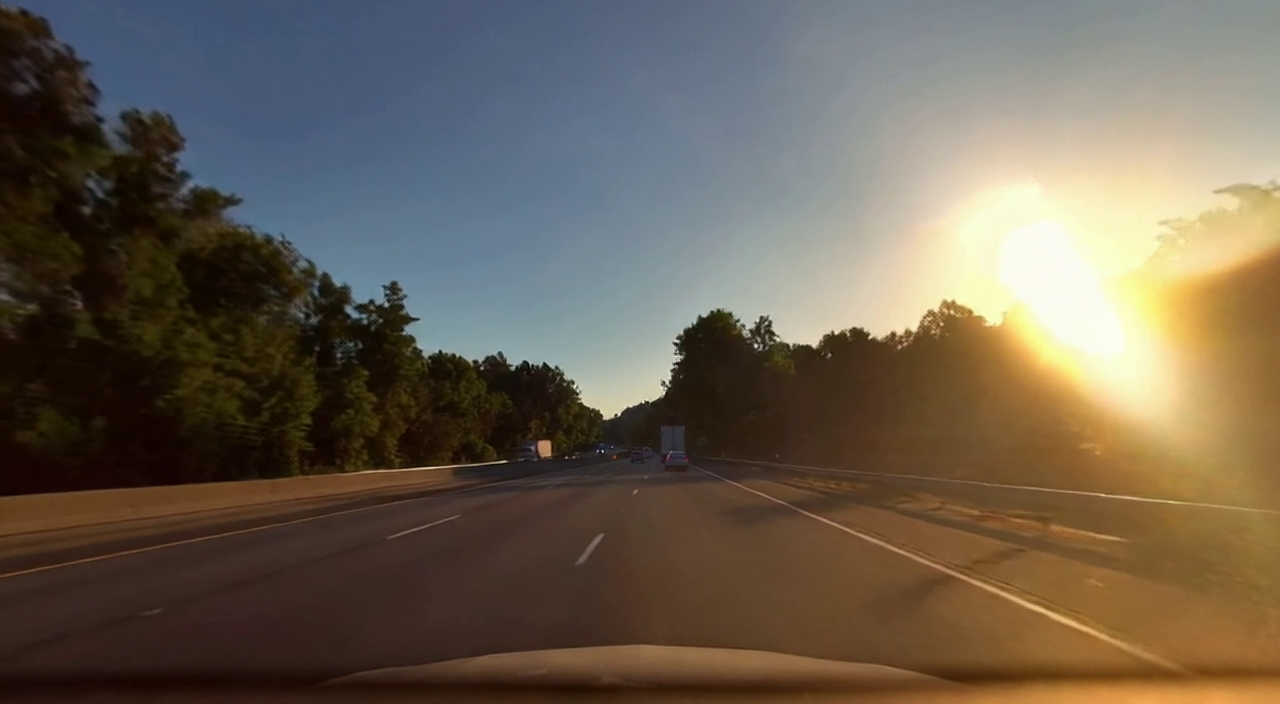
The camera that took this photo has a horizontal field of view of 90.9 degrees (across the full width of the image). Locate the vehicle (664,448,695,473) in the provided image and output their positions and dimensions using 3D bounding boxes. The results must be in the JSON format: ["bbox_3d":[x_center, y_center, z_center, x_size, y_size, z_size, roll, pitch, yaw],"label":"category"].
[{"bbox_3d":[2.758,7.704,44.917,2.096,1.653,4.185,0,-9,2],"label":"vehicle"}]
